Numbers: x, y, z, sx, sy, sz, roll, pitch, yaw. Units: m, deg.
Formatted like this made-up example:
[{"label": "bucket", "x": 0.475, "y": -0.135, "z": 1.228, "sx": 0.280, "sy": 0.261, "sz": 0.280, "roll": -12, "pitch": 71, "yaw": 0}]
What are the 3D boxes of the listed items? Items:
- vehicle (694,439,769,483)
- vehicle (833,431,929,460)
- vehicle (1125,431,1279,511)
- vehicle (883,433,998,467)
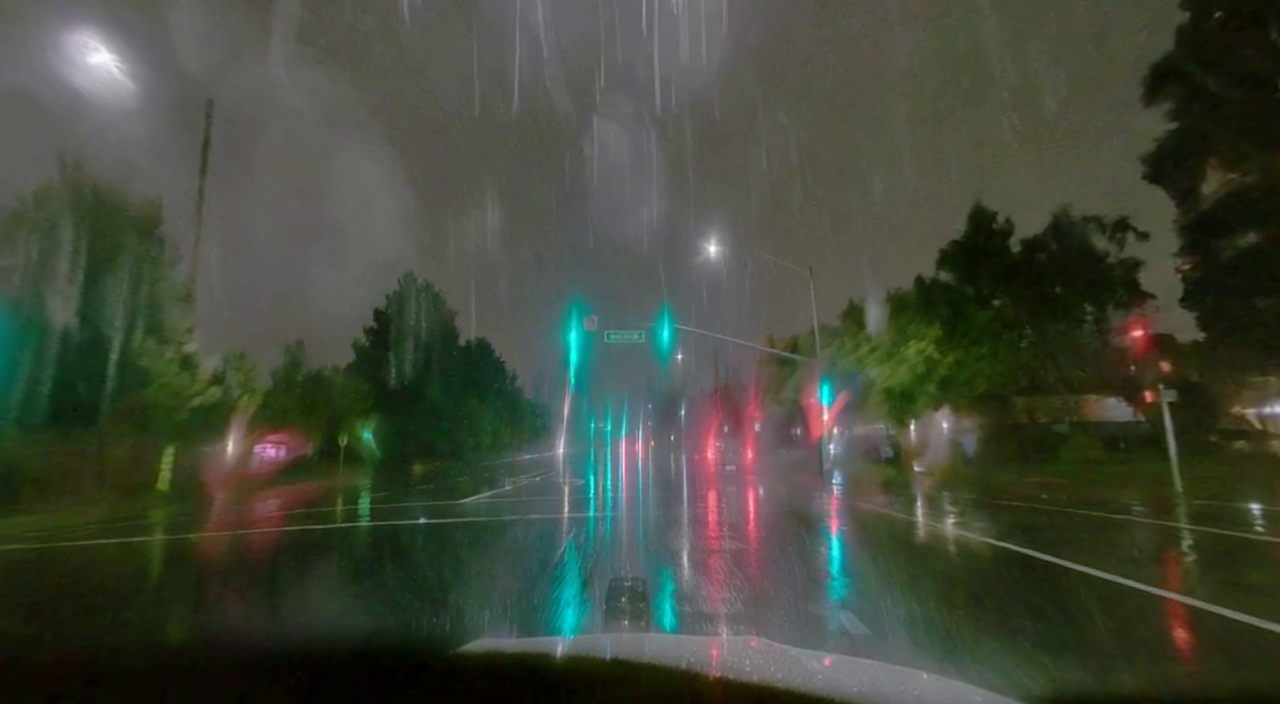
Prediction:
[{"label": "vehicle", "x": 3.306, "y": 4.018, "z": 23.666, "sx": 2.134, "sy": 1.476, "sz": 4.327, "roll": 0, "pitch": -8, "yaw": 0}, {"label": "vehicle", "x": 13.828, "y": 5.392, "z": 36.331, "sx": 4.689, "sy": 1.583, "sz": 1.947, "roll": 0, "pitch": -8, "yaw": -1}, {"label": "vehicle", "x": 12.983, "y": 2.452, "z": 13.230, "sx": 3.807, "sy": 1.554, "sz": 1.995, "roll": -1, "pitch": -8, "yaw": 9}, {"label": "vehicle", "x": 14.476, "y": 4.753, "z": 30.599, "sx": 4.514, "sy": 1.546, "sz": 2.044, "roll": -1, "pitch": -8, "yaw": 4}]
